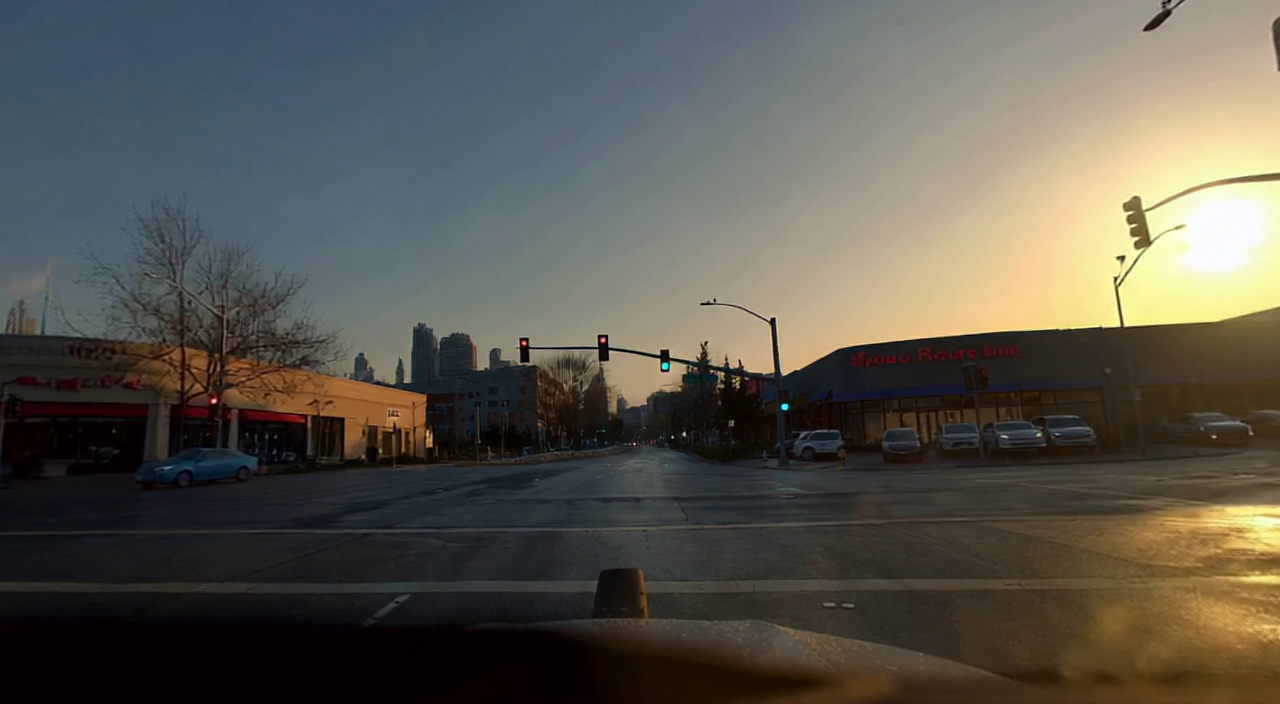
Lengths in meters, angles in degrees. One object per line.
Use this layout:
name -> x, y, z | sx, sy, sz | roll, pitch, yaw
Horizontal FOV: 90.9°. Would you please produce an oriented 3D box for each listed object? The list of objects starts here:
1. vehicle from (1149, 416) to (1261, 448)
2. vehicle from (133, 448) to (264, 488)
vehicle -> 28.270, 4.067, 31.722 | 1.799, 1.459, 4.266 | -1, -8, 3
vehicle -> -18.424, 4.832, 26.629 | 1.919, 1.513, 4.604 | -1, -8, 4
